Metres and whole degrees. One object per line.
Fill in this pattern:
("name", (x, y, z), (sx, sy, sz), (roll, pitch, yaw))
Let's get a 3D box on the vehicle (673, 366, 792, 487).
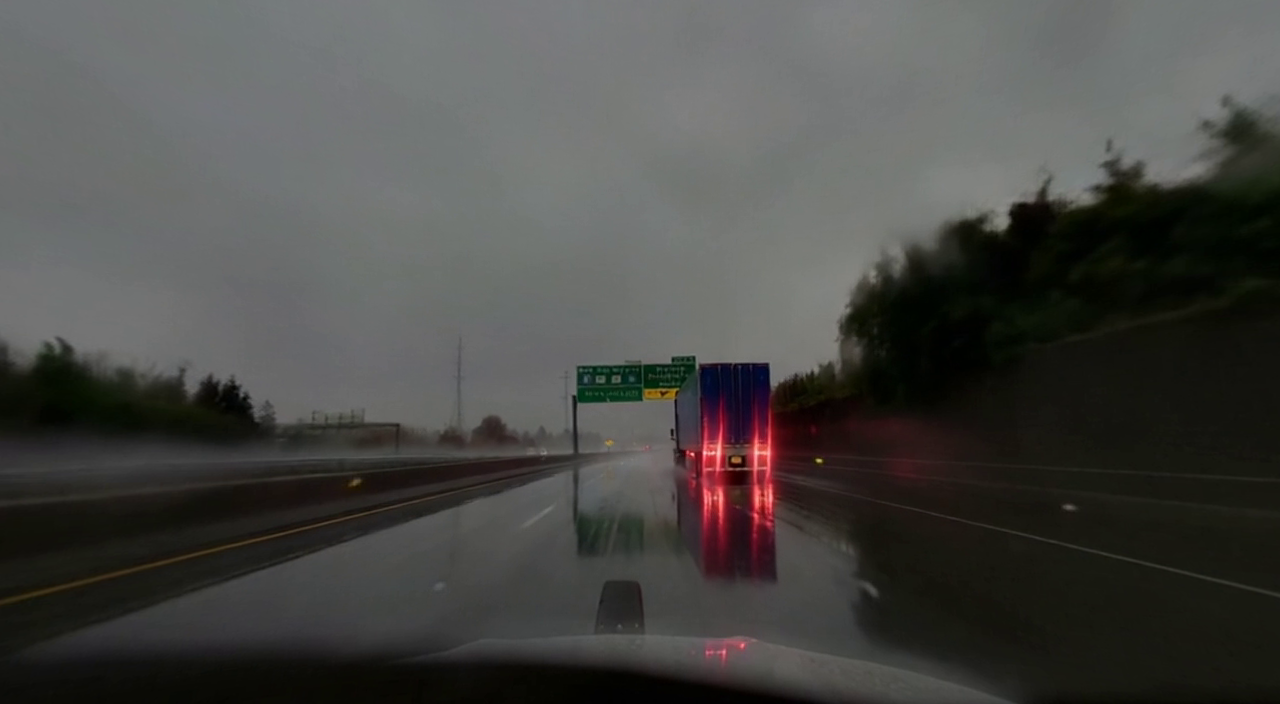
("vehicle", (3.426, 3.582, 28.186), (3.244, 4.020, 14.561), (0, -9, 0))
